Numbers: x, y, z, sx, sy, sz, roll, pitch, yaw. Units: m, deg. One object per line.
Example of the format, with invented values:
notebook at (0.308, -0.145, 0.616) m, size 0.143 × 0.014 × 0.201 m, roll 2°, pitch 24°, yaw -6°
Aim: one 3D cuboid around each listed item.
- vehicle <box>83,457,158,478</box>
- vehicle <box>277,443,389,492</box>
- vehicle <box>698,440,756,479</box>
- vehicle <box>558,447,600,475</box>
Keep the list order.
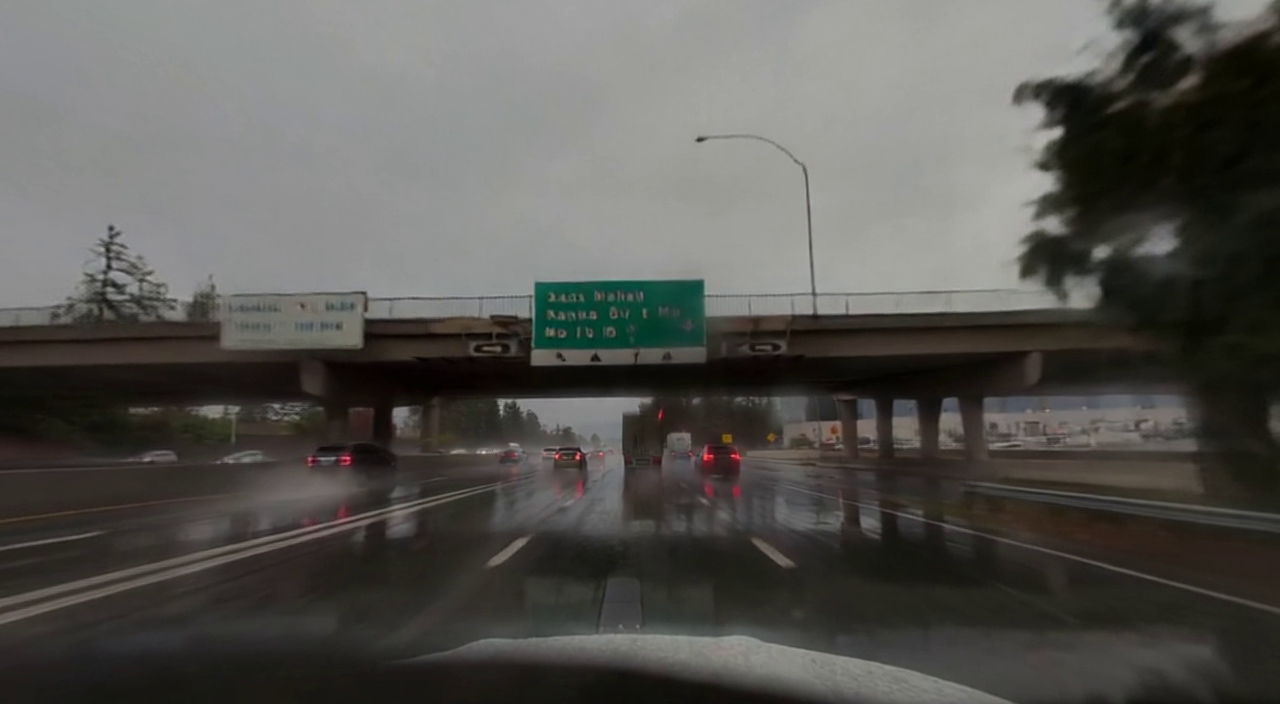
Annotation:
vehicle at (-38.459, 8.533, 46.728) m, size 1.777 × 1.463 × 4.428 m, roll 0°, pitch -9°, yaw 0°
vehicle at (-11.221, 4.242, 23.409) m, size 1.966 × 1.627 × 4.258 m, roll 0°, pitch -9°, yaw 0°
vehicle at (4.014, 5.070, 29.858) m, size 2.107 × 1.707 × 4.445 m, roll 0°, pitch -9°, yaw -1°
vehicle at (-3.618, 6.511, 37.936) m, size 2.083 × 1.576 × 4.307 m, roll 0°, pitch -9°, yaw 0°
